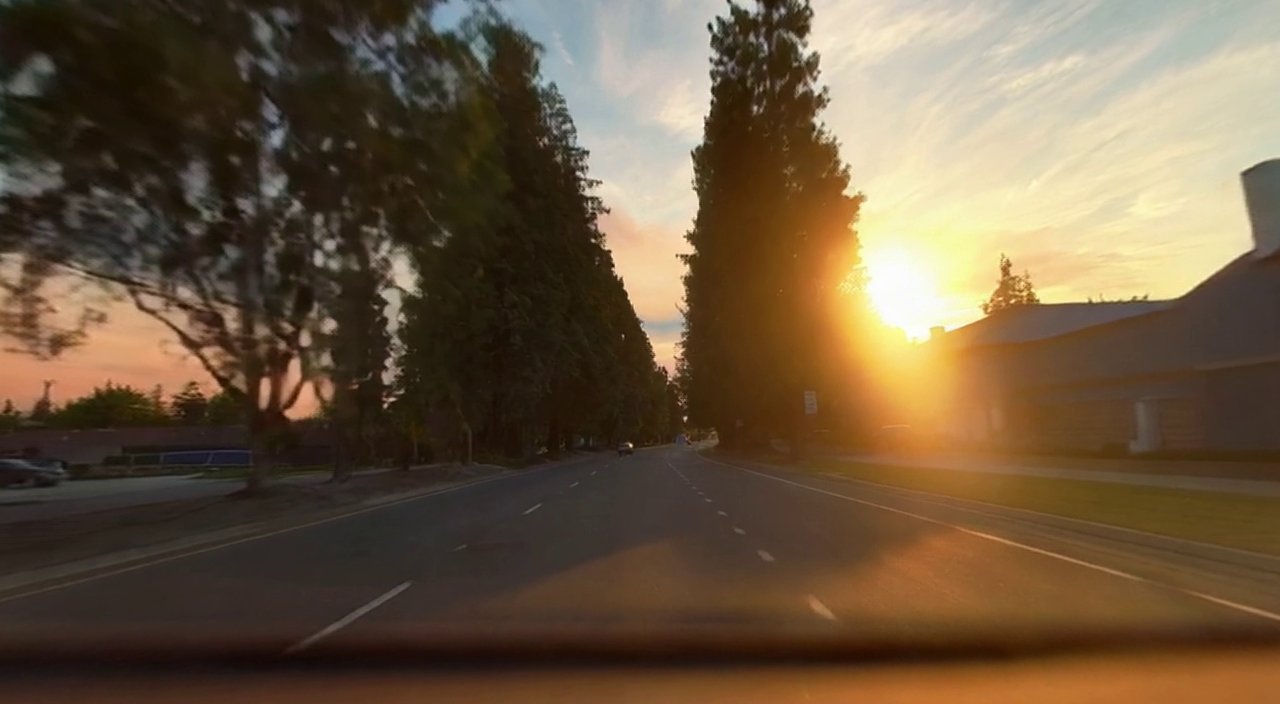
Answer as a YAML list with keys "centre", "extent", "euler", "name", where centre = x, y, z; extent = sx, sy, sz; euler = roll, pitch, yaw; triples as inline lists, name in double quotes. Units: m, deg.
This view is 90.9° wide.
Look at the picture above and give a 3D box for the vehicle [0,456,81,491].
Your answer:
- centre: [-34.267, 6.745, 35.224]
  extent: [2.036, 1.754, 4.177]
  euler: [-1, -9, 1]
  name: "vehicle"
